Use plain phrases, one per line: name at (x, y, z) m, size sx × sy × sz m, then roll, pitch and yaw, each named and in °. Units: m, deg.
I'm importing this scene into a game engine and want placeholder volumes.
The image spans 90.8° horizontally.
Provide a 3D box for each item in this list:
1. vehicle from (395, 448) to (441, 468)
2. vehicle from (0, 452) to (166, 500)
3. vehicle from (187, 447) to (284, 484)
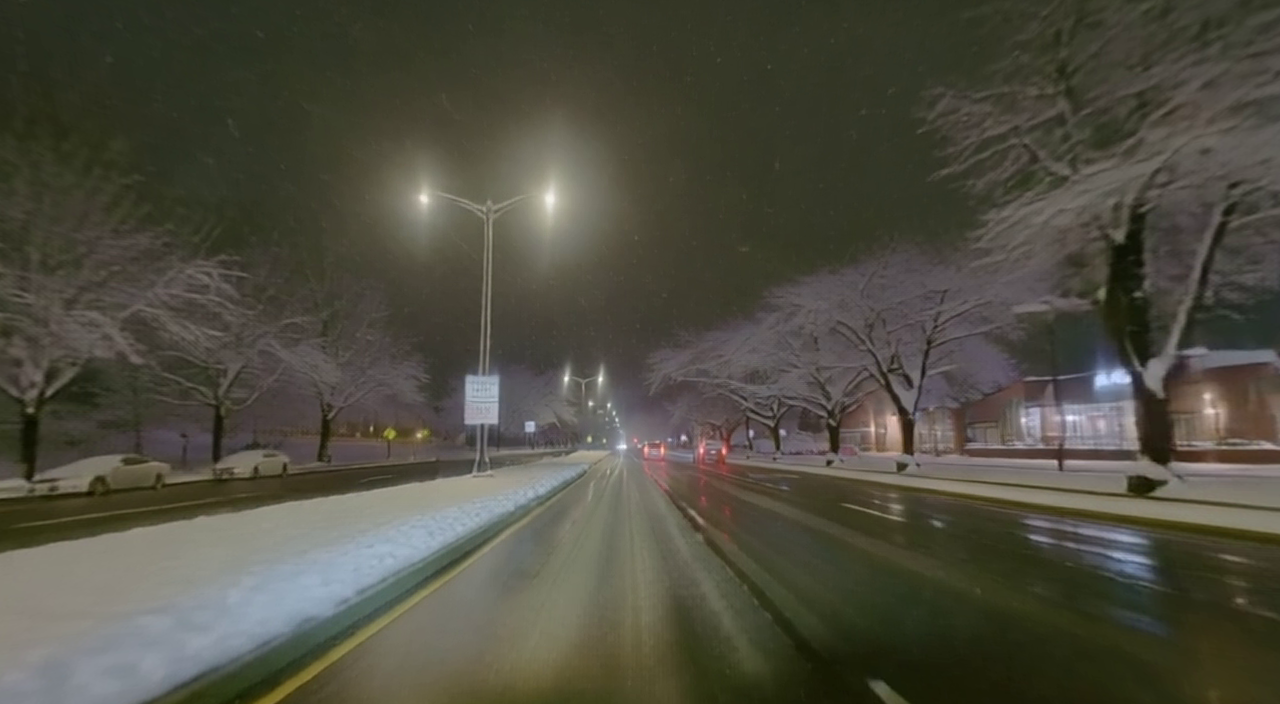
vehicle at (-17.168, 8.211, 49.081) m, size 1.961 × 1.480 × 4.520 m, roll 0°, pitch -9°, yaw 0°
vehicle at (-19.756, 4.346, 22.621) m, size 1.915 × 1.477 × 4.773 m, roll 0°, pitch -9°, yaw -1°
vehicle at (-20.079, 5.615, 31.602) m, size 1.957 × 1.643 × 4.460 m, roll 0°, pitch -8°, yaw -1°
